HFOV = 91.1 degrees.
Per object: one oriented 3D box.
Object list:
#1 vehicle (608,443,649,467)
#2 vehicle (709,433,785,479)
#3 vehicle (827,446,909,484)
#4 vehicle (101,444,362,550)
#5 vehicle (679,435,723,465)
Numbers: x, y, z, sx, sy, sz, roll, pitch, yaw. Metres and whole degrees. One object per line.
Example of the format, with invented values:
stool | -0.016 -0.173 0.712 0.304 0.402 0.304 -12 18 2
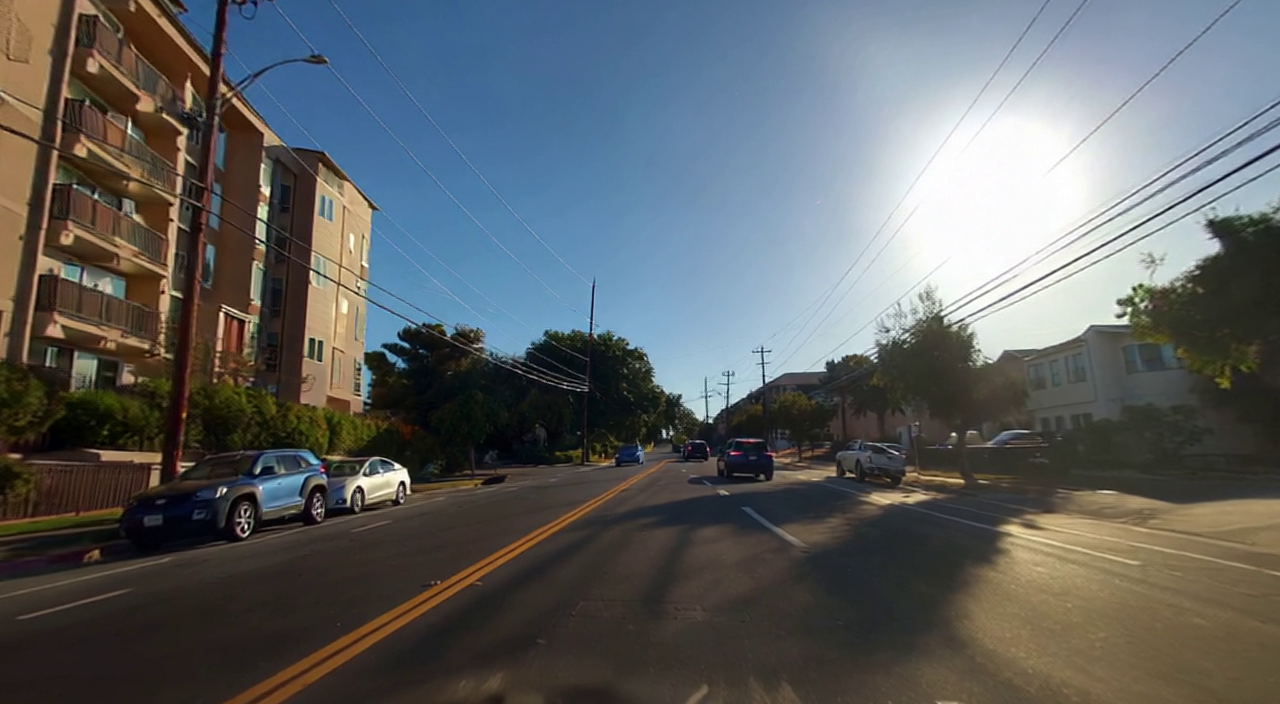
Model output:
vehicle | -0.681 6.753 41.421 2.155 1.436 4.501 -1 -8 6
vehicle | 4.311 4.312 26.233 2.306 1.719 4.805 0 -8 0
vehicle | 9.884 4.901 27.608 1.935 1.478 4.711 0 -8 1
vehicle | -8.224 2.895 13.398 2.381 1.825 4.652 0 -8 0
vehicle | 4.022 6.596 42.310 2.368 1.840 4.896 0 -8 -1
